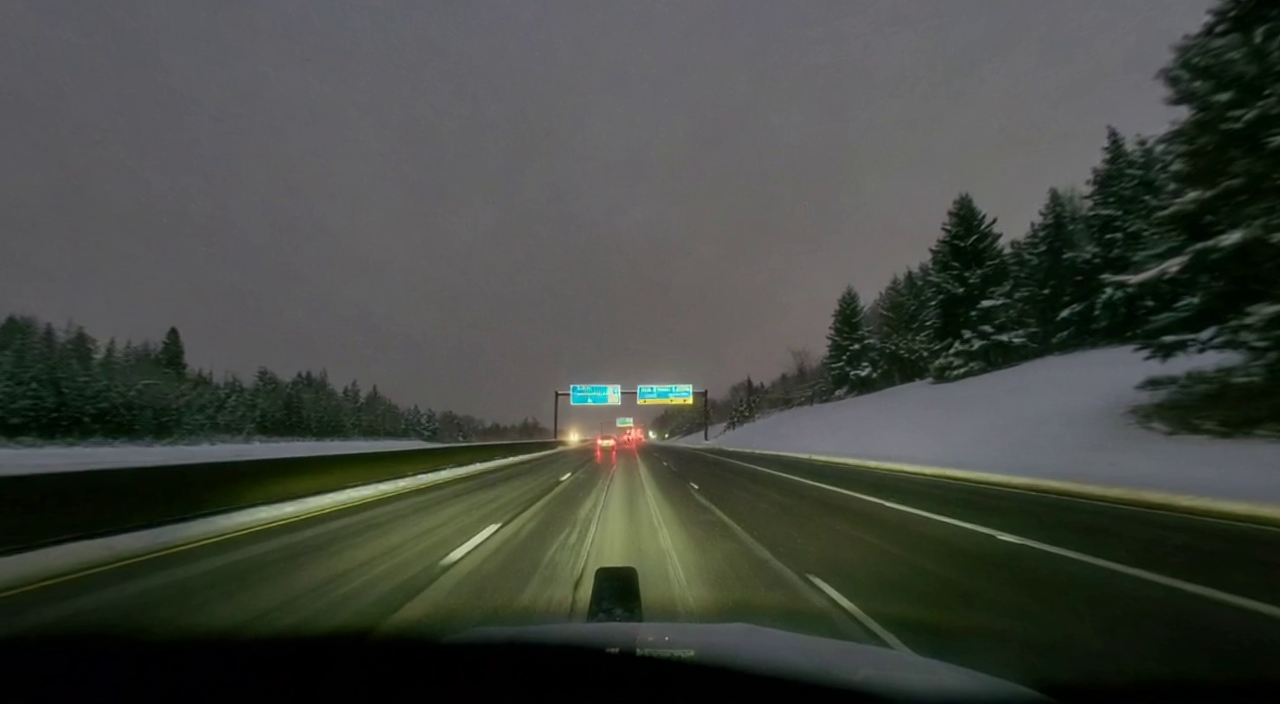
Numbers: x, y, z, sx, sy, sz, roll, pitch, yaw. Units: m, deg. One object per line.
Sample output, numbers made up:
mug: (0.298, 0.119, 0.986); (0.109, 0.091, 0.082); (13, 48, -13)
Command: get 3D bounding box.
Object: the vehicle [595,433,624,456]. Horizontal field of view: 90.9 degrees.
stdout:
vehicle: (-2.135, 6.547, 44.617); (1.993, 1.519, 4.046); (0, -8, -2)
